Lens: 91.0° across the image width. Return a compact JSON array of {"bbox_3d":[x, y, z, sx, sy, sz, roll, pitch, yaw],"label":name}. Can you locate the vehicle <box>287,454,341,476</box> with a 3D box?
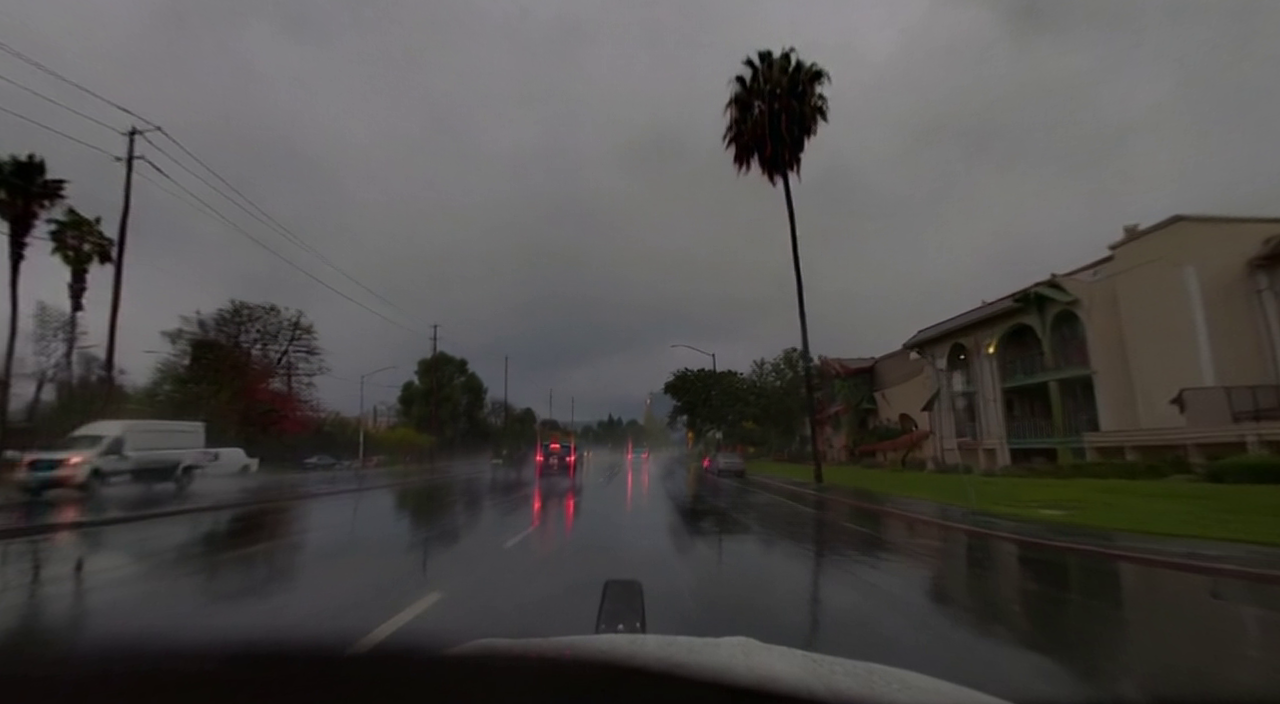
[{"bbox_3d":[-25.567,8.852,49.529,1.838,1.516,4.484,0,-9,0],"label":"vehicle"}]

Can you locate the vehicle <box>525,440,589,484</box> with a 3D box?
[{"bbox_3d":[-3.636,4.902,28.346,2.116,1.806,4.516,0,-9,2],"label":"vehicle"}]

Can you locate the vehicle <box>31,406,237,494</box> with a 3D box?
[{"bbox_3d":[-17.656,3.503,22.572,2.331,2.714,5.872,0,-9,1],"label":"vehicle"}]

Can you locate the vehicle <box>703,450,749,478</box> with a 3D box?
[{"bbox_3d":[5.083,6.650,37.629,1.994,1.507,4.173,1,-9,-2],"label":"vehicle"}]

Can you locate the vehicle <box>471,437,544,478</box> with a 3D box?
[{"bbox_3d":[-7.006,5.659,34.074,2.457,2.010,6.330,0,-9,1],"label":"vehicle"}]
